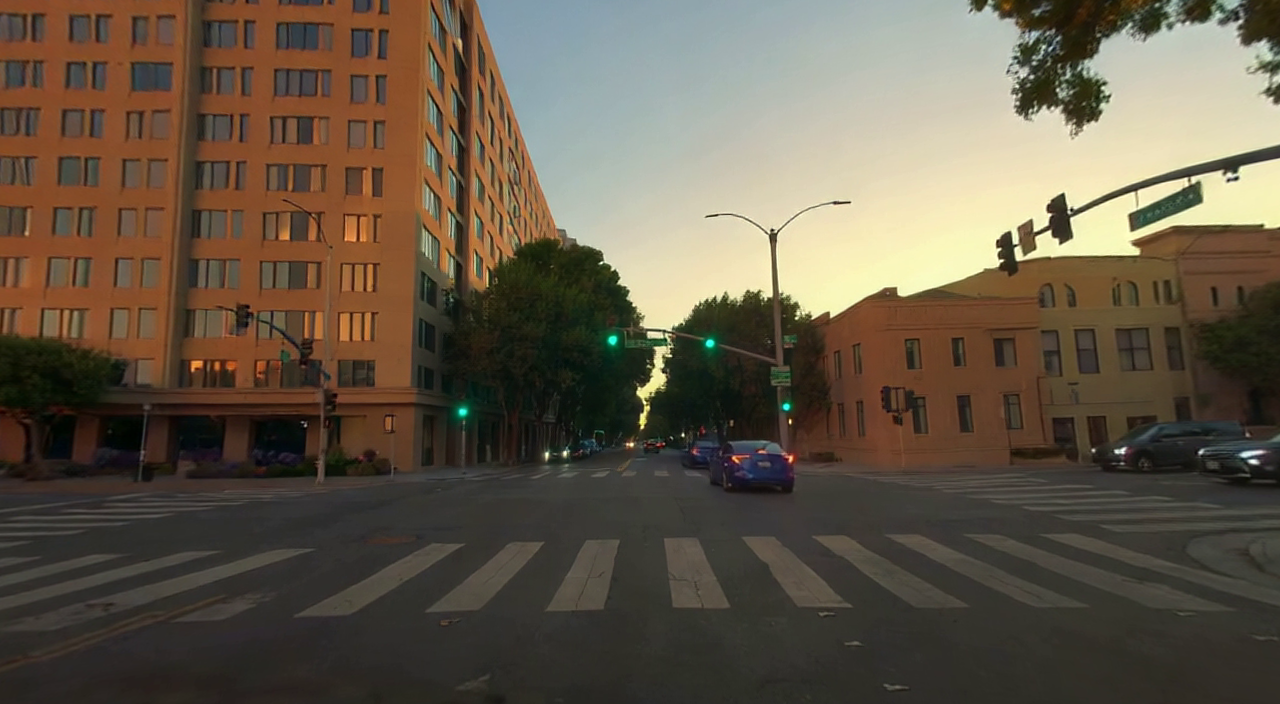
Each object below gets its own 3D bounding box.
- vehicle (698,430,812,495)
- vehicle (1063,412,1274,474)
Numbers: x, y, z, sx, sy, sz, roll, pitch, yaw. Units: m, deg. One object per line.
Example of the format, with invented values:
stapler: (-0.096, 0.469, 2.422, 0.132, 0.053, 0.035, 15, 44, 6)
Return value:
vehicle: (2.837, 2.848, 16.642, 2.039, 1.470, 4.355, 0, -8, -2)
vehicle: (16.900, 2.940, 20.406, 4.802, 1.860, 2.146, 0, -8, 1)
